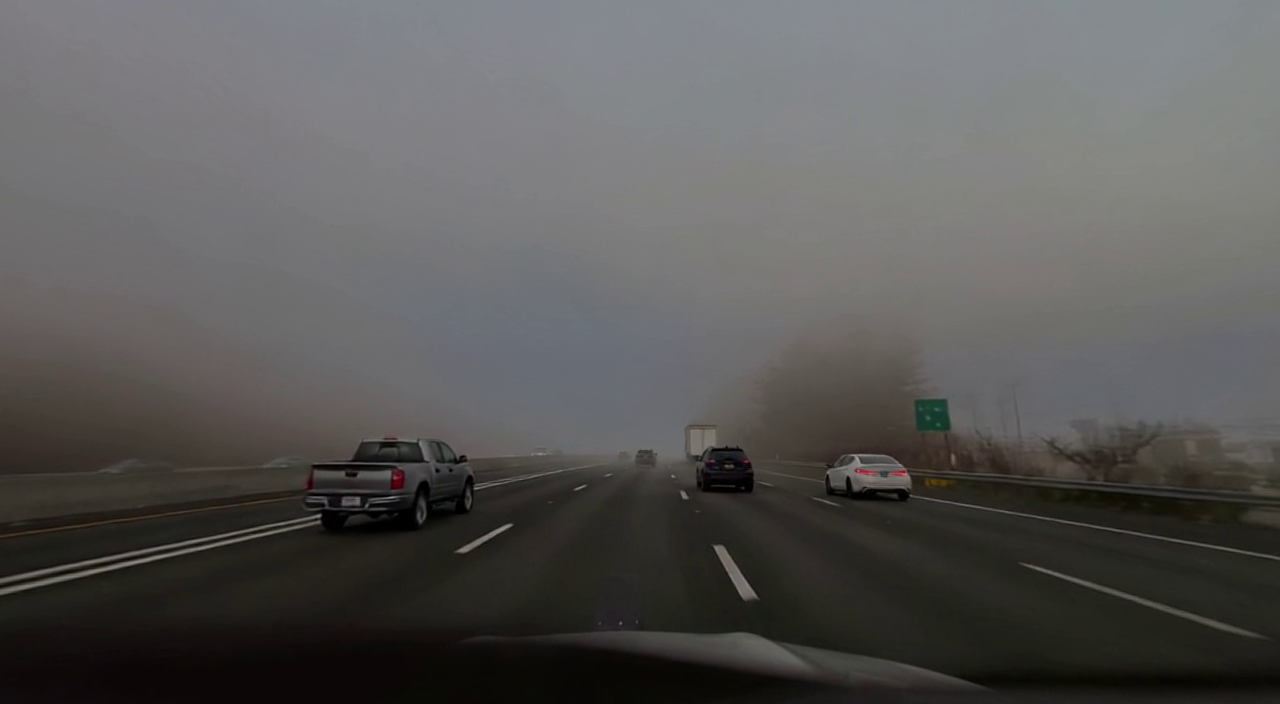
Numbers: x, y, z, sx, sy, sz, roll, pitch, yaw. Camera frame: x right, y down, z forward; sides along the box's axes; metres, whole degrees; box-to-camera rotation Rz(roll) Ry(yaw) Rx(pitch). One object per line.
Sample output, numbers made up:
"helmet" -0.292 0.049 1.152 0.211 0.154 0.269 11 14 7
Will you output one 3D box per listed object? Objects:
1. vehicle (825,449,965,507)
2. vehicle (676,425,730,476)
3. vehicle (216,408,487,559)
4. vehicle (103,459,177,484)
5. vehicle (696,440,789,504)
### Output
"vehicle" 7.271 3.611 18.666 2.146 1.482 4.665 0 -9 -1
"vehicle" 4.373 7.145 46.039 2.954 3.223 10.034 0 -9 1
"vehicle" -4.308 2.060 10.692 2.036 1.892 5.214 0 -9 1
"vehicle" -29.978 7.152 38.001 1.570 1.353 3.376 0 -9 2
"vehicle" 3.023 3.639 19.634 2.103 1.717 4.399 0 -9 -1
